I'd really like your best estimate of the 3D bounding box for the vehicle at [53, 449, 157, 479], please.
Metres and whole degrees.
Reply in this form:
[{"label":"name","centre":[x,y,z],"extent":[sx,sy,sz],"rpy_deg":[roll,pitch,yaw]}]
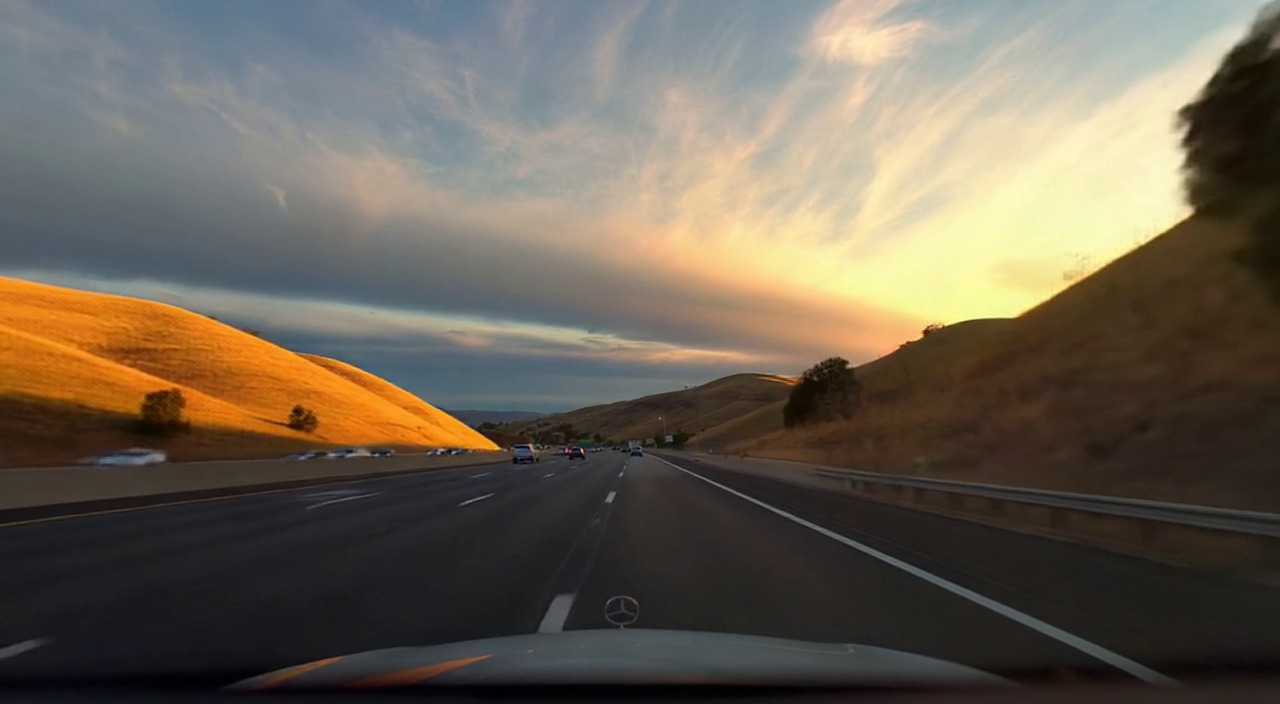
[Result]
[{"label":"vehicle","centre":[-31.677,6.603,37.535],"extent":[1.976,1.626,4.919],"rpy_deg":[0,-9,-2]}]
